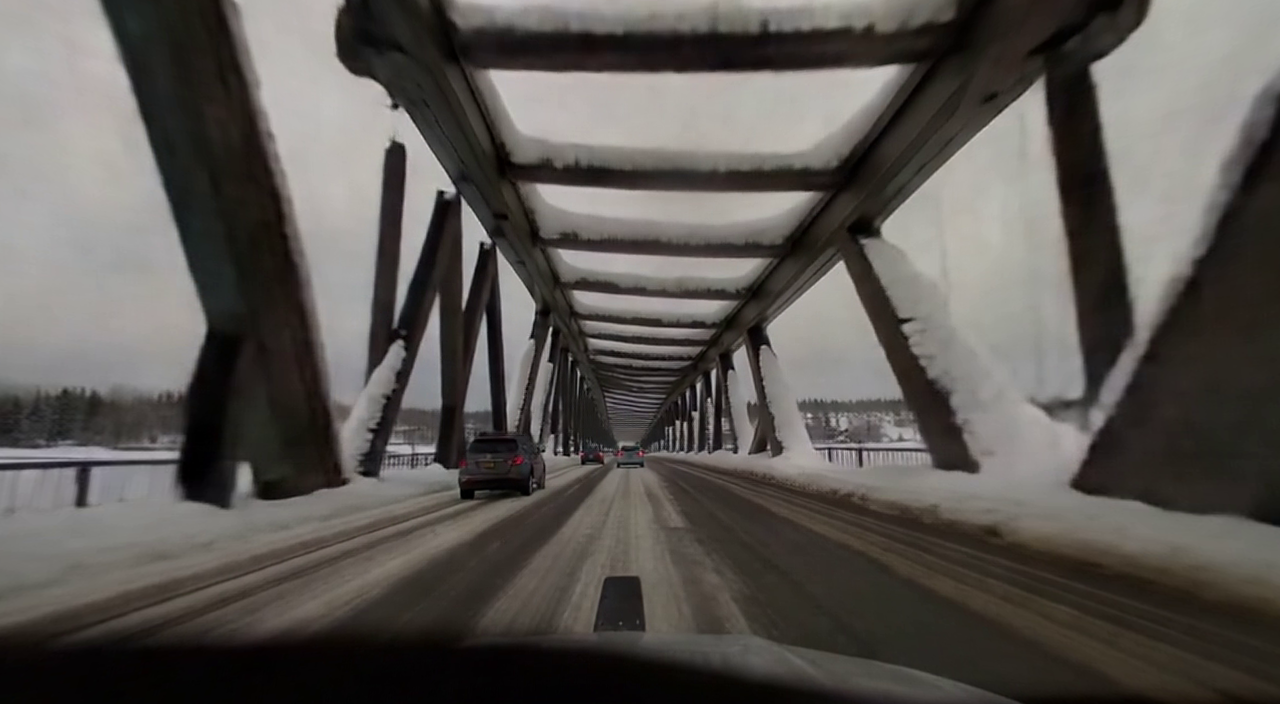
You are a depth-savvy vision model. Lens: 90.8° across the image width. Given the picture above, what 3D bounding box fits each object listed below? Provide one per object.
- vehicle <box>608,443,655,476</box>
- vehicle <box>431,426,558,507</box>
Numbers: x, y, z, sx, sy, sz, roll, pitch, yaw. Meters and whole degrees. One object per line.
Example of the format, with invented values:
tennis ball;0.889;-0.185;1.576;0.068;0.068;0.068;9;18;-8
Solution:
vehicle;-0.400;5.064;29.973;2.048;1.450;3.973;0;-9;-1
vehicle;-3.636;2.981;16.860;2.190;1.807;4.741;-1;-9;1
